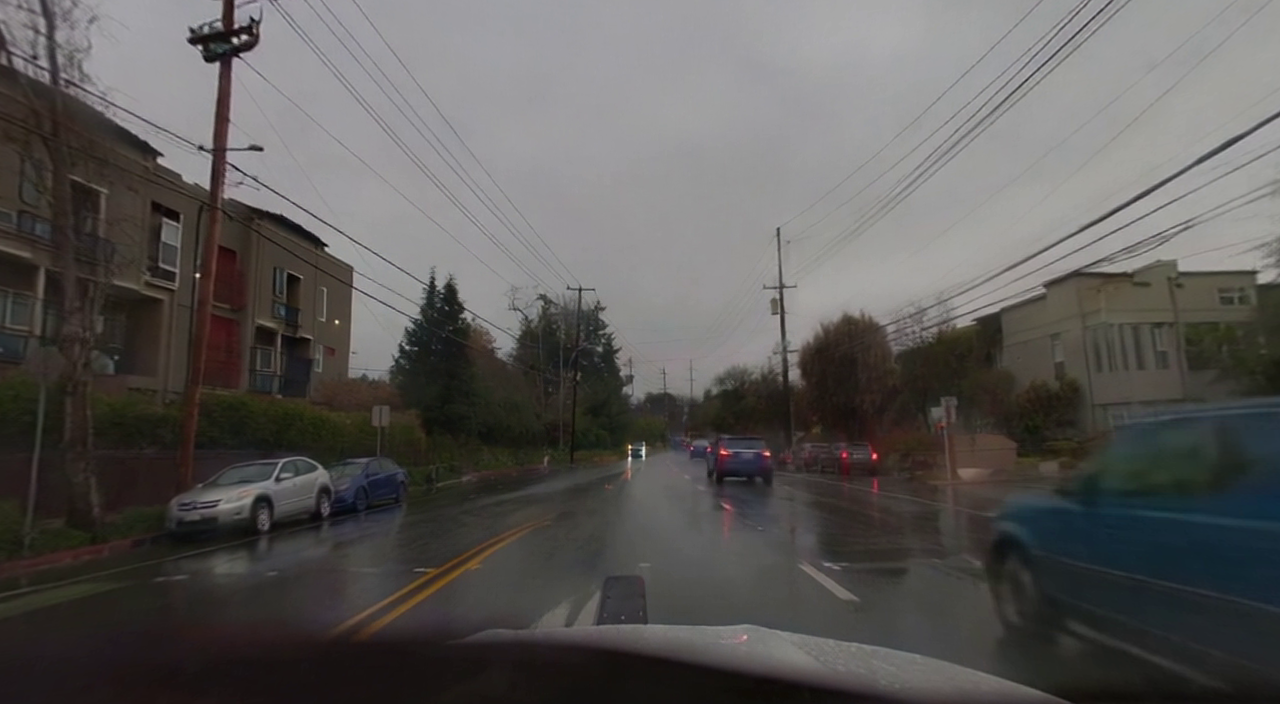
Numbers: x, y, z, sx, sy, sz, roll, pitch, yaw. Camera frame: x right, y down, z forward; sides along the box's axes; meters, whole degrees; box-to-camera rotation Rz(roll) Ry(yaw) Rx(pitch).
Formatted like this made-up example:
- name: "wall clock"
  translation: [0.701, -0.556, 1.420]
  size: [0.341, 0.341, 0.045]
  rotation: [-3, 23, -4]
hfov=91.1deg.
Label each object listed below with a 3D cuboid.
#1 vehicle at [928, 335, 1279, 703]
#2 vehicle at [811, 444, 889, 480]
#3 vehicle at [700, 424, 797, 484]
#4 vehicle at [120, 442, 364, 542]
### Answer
- name: "vehicle"
  translation: [3.520, 0.865, 2.727]
  size: [2.306, 1.719, 4.805]
  rotation: [0, -8, 1]
- name: "vehicle"
  translation: [9.418, 4.950, 28.602]
  size: [1.935, 1.478, 4.711]
  rotation: [0, -8, 0]
- name: "vehicle"
  translation: [3.601, 3.541, 21.970]
  size: [2.368, 1.840, 4.896]
  rotation: [0, -8, -2]
- name: "vehicle"
  translation: [-8.459, 2.960, 14.078]
  size: [2.381, 1.825, 4.652]
  rotation: [0, -8, 0]
